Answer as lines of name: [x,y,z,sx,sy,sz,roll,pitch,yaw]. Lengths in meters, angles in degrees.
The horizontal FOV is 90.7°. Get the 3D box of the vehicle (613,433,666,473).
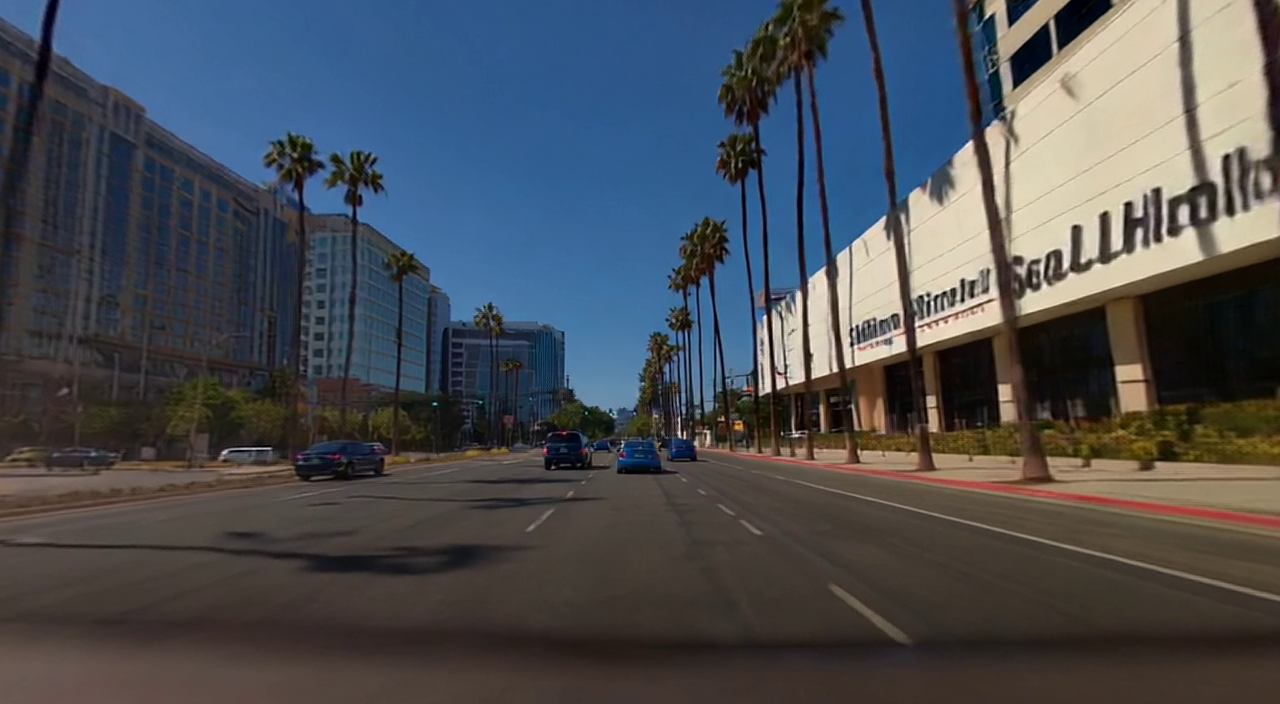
vehicle: [-0.083,4.406,27.736,2.160,1.615,4.117,0,-9,-2]

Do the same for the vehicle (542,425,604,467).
vehicle: [-3.454,5.018,33.796,2.672,2.064,5.681,0,-9,0]

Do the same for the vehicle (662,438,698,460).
vehicle: [2.748,6.763,44.182,2.085,1.482,4.491,0,-9,-2]

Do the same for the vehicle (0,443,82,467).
vehicle: [-46.408,7.919,48.834,4.584,1.820,2.011,0,-9,-2]
